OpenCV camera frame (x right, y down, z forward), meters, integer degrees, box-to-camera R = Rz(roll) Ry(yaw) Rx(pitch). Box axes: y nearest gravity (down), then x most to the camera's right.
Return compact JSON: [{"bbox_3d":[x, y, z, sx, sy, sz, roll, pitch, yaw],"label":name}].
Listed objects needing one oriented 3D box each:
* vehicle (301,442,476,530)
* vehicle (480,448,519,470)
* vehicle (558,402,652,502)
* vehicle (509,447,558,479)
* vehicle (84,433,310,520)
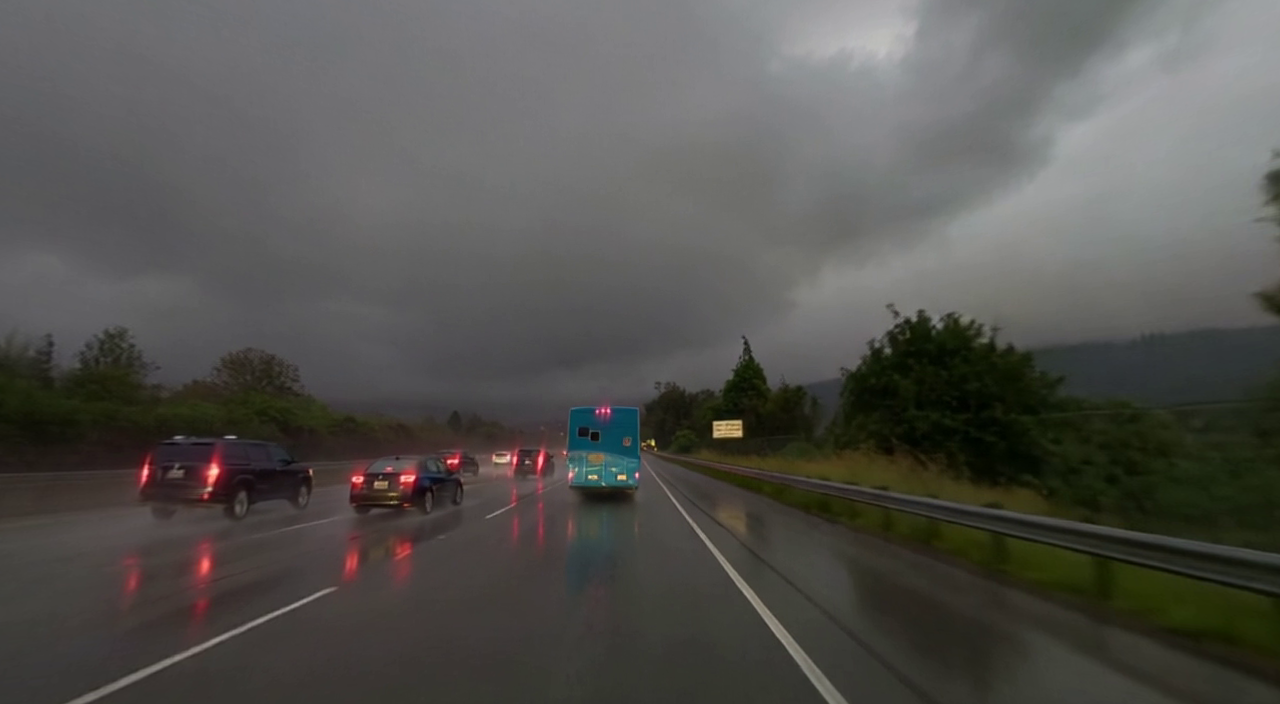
[{"bbox_3d":[-4.770,2.575,12.659,1.876,1.438,4.072,0,-9,-1],"label":"vehicle"},{"bbox_3d":[-10.086,7.696,45.280,1.886,1.462,4.084,0,-9,-1],"label":"vehicle"},{"bbox_3d":[-0.948,2.968,18.837,2.394,2.556,5.232,0,-9,-1],"label":"vehicle"},{"bbox_3d":[-5.221,5.465,31.226,1.872,1.480,3.545,0,-9,-1],"label":"vehicle"},{"bbox_3d":[-9.621,2.716,14.211,2.010,1.621,4.252,0,-9,-1],"label":"vehicle"}]
